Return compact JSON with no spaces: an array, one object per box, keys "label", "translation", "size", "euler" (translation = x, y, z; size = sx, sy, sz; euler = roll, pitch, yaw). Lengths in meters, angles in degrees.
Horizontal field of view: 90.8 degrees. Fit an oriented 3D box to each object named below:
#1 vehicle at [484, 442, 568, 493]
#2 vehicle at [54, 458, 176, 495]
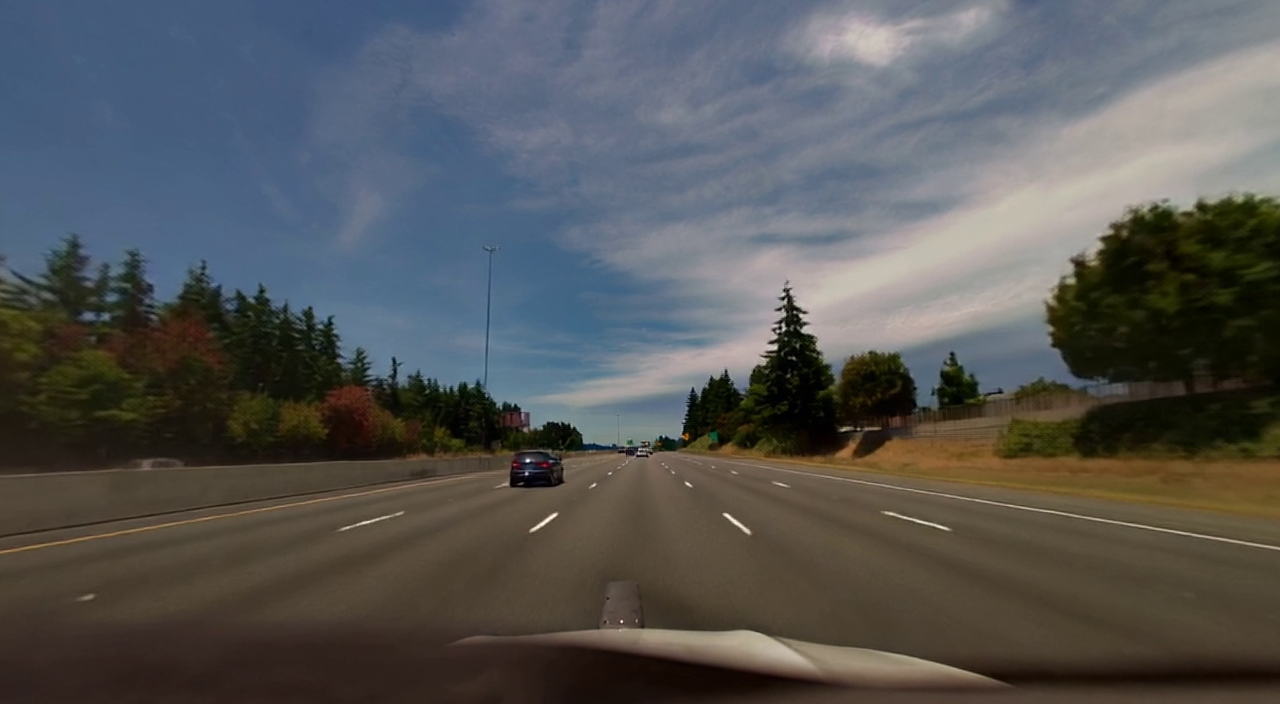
[{"label":"vehicle","translation":[-3.703,3.837,21.313],"size":[1.979,1.521,4.147],"euler":[0,-9,1]},{"label":"vehicle","translation":[-23.474,5.565,28.456],"size":[1.906,1.473,4.145],"euler":[0,-9,0]}]
